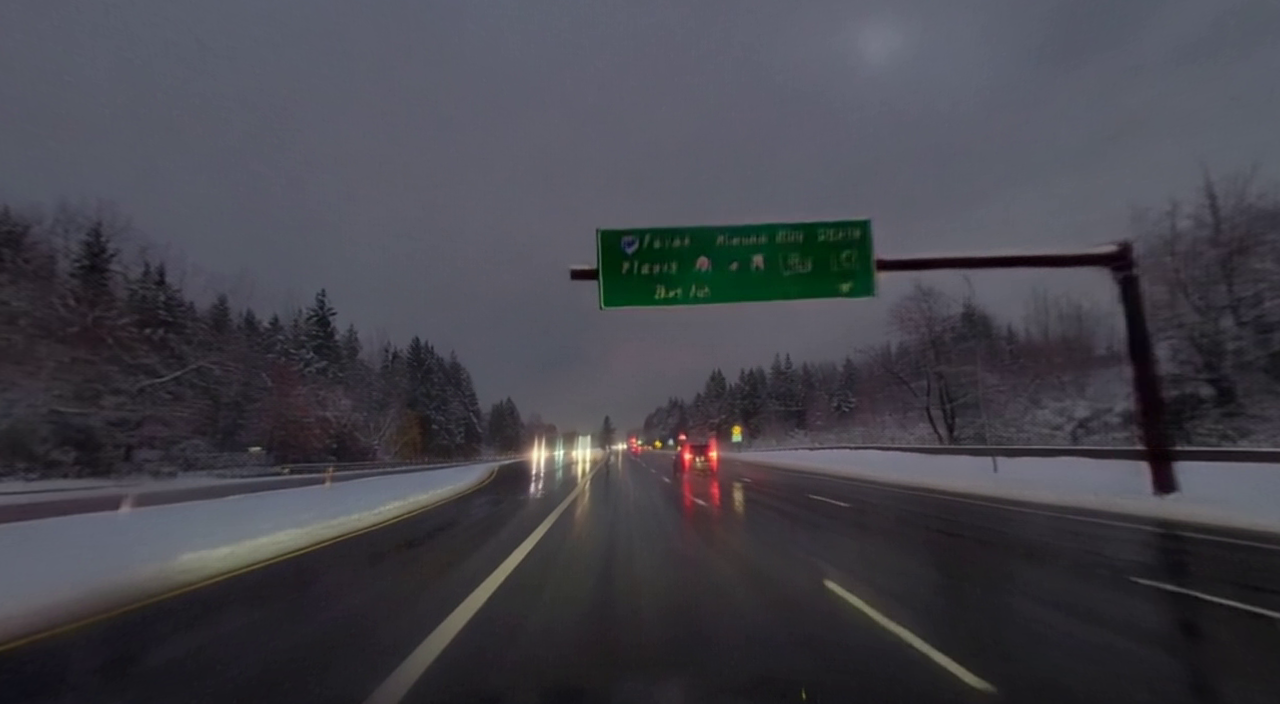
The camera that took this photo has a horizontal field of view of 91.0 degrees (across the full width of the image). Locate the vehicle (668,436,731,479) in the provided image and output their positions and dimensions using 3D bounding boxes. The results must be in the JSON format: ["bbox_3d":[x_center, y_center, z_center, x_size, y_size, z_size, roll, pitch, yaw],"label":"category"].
[{"bbox_3d":[2.468,4.545,27.303,2.066,1.683,4.675,0,-9,-3],"label":"vehicle"}]
